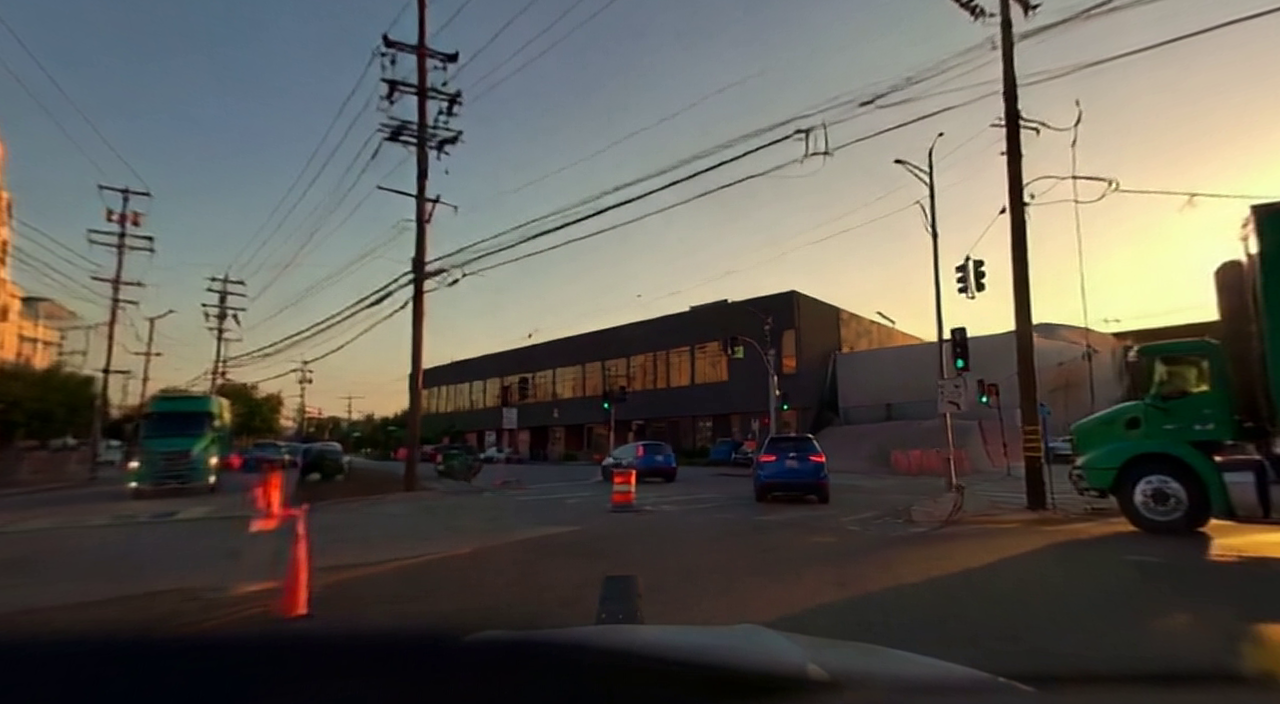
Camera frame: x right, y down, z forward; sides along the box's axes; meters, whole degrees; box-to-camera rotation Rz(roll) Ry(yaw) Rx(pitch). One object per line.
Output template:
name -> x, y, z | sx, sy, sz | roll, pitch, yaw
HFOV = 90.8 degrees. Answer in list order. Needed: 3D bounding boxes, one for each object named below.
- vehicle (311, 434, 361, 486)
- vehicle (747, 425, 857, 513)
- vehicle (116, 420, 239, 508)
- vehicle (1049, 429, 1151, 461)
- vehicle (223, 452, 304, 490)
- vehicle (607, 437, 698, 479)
vehicle -> -16.549, 5.847, 34.618 | 1.959, 2.654, 4.078 | 3, -9, -20
vehicle -> 4.056, 2.900, 16.257 | 2.256, 1.859, 5.118 | -2, -8, 12
vehicle -> -15.617, 3.793, 21.598 | 2.185, 2.644, 3.306 | -1, -9, -14
vehicle -> 26.065, 5.280, 35.889 | 4.382, 1.688, 1.937 | -8, -11, 42
vehicle -> -19.689, 6.188, 33.312 | 2.509, 1.731, 4.549 | 2, -8, -16
vehicle -> 0.491, 5.307, 32.062 | 2.206, 1.911, 5.548 | 4, -9, -27
